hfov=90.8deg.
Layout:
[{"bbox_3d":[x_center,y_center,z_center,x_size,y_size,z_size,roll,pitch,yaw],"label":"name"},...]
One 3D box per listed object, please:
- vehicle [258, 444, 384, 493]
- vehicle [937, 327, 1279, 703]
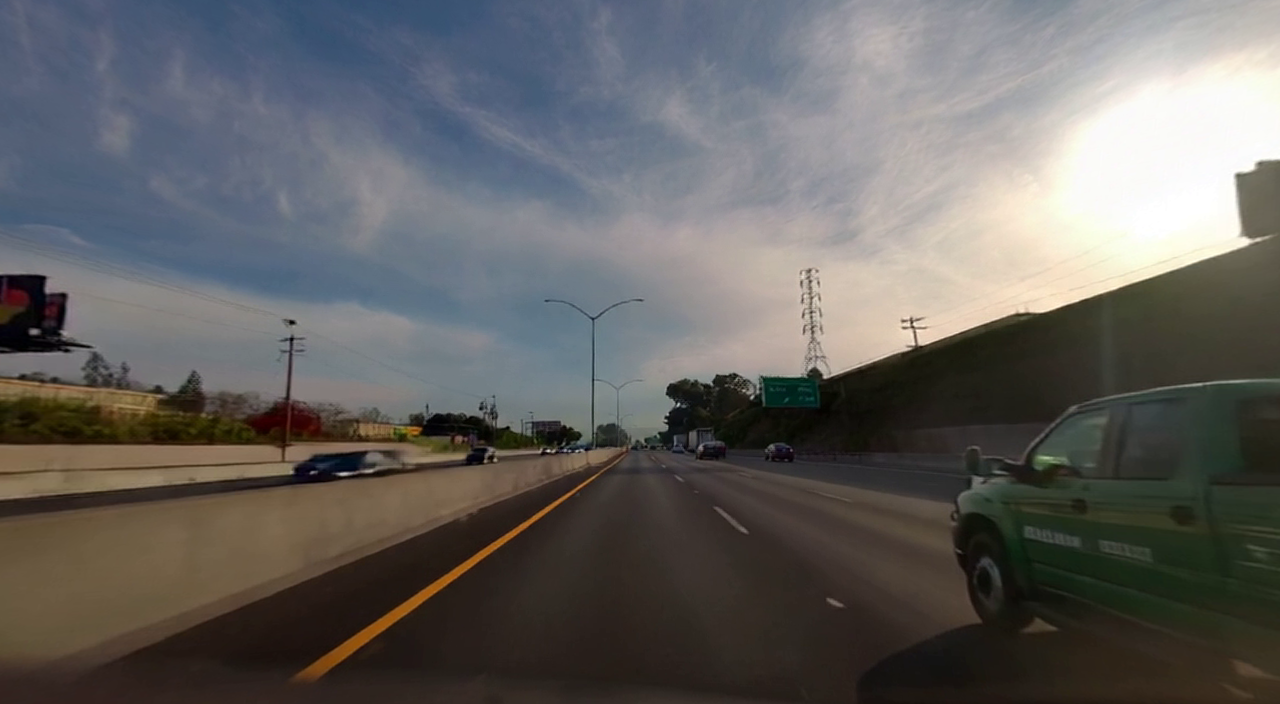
[{"bbox_3d":[-10.944,4.002,22.125,1.975,1.527,4.580,0,-9,1],"label":"vehicle"},{"bbox_3d":[3.231,0.814,2.450,1.973,1.710,4.476,0,-9,0],"label":"vehicle"}]
